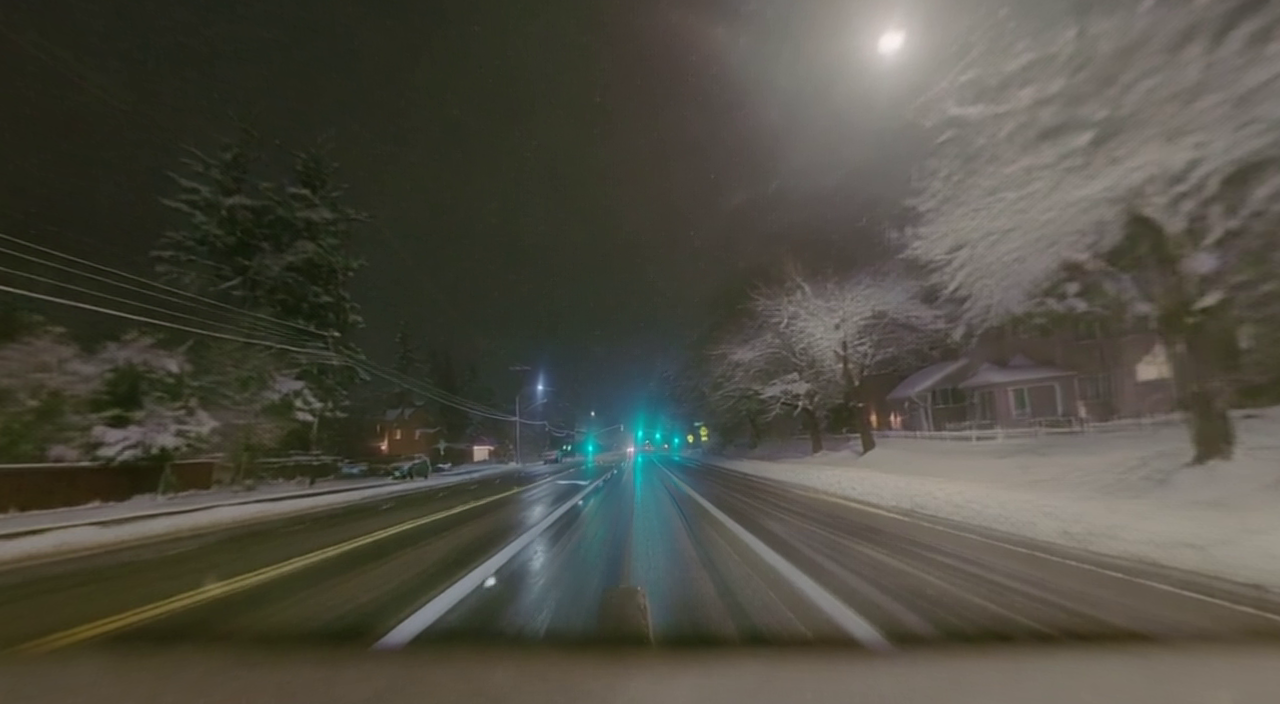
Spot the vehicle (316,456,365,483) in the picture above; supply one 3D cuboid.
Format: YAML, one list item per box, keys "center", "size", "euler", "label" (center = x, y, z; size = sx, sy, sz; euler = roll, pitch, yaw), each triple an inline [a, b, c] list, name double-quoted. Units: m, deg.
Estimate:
- center: [-19.205, 7.512, 40.534]
  size: [2.012, 1.572, 3.830]
  euler: [1, -9, -13]
  label: "vehicle"

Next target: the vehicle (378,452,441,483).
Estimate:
- center: [-14.180, 7.102, 39.035]
  size: [2.199, 1.592, 4.492]
  euler: [-4, -8, 1]
  label: "vehicle"
